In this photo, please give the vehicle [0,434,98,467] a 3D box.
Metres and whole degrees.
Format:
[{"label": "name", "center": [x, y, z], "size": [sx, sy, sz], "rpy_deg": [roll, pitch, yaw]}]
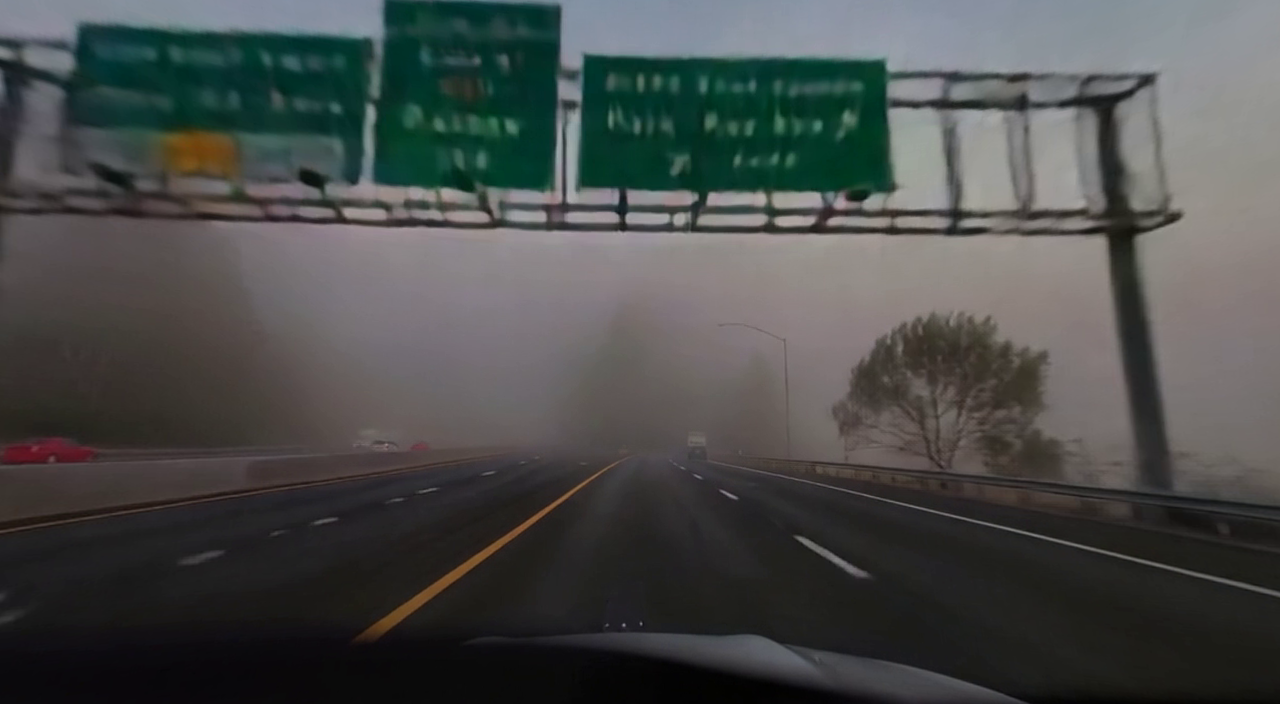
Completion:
[{"label": "vehicle", "center": [-35.439, 5.837, 37.467], "size": [2.168, 1.824, 4.932], "rpy_deg": [0, -8, -3]}]
